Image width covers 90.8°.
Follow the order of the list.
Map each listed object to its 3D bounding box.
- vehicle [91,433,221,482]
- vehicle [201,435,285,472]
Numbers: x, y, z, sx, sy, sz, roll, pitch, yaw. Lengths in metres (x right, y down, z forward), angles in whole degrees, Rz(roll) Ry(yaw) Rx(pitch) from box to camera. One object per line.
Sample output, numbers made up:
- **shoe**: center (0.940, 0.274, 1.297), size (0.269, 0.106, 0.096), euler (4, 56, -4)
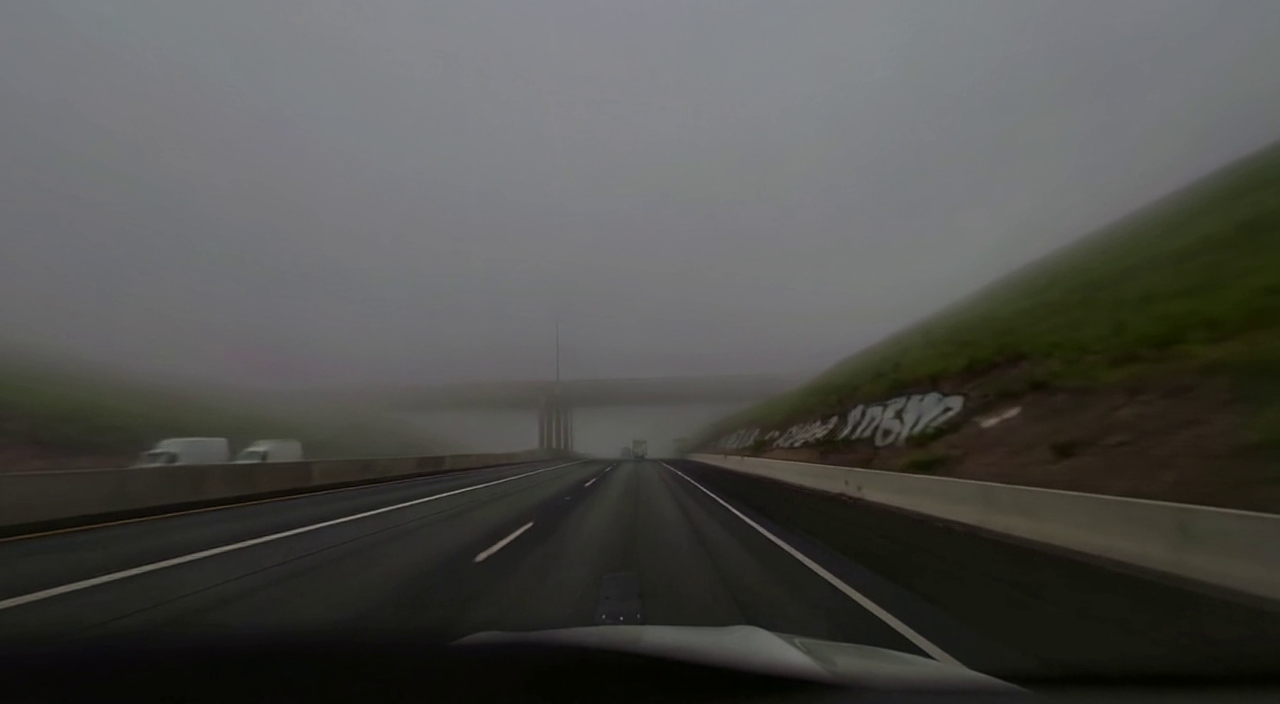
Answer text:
- **vehicle**: center (-23.615, 5.185, 31.166), size (2.015, 2.161, 5.496), euler (0, -9, 0)
- **vehicle**: center (-23.661, 6.055, 37.806), size (2.228, 2.058, 4.155), euler (0, -9, 0)
